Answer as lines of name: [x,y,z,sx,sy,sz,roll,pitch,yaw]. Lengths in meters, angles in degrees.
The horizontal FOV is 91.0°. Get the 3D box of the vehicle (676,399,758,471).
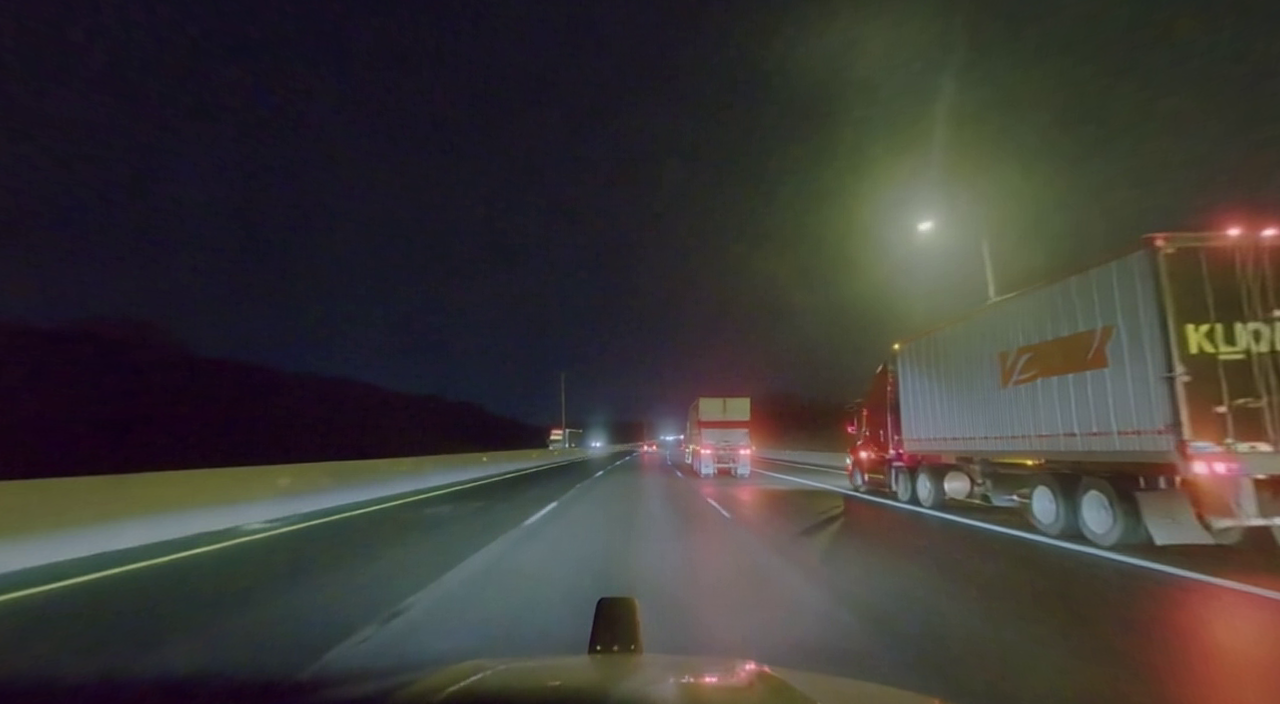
vehicle: [4.121,4.911,37.042,3.306,3.531,11.717,0,-8,0]
